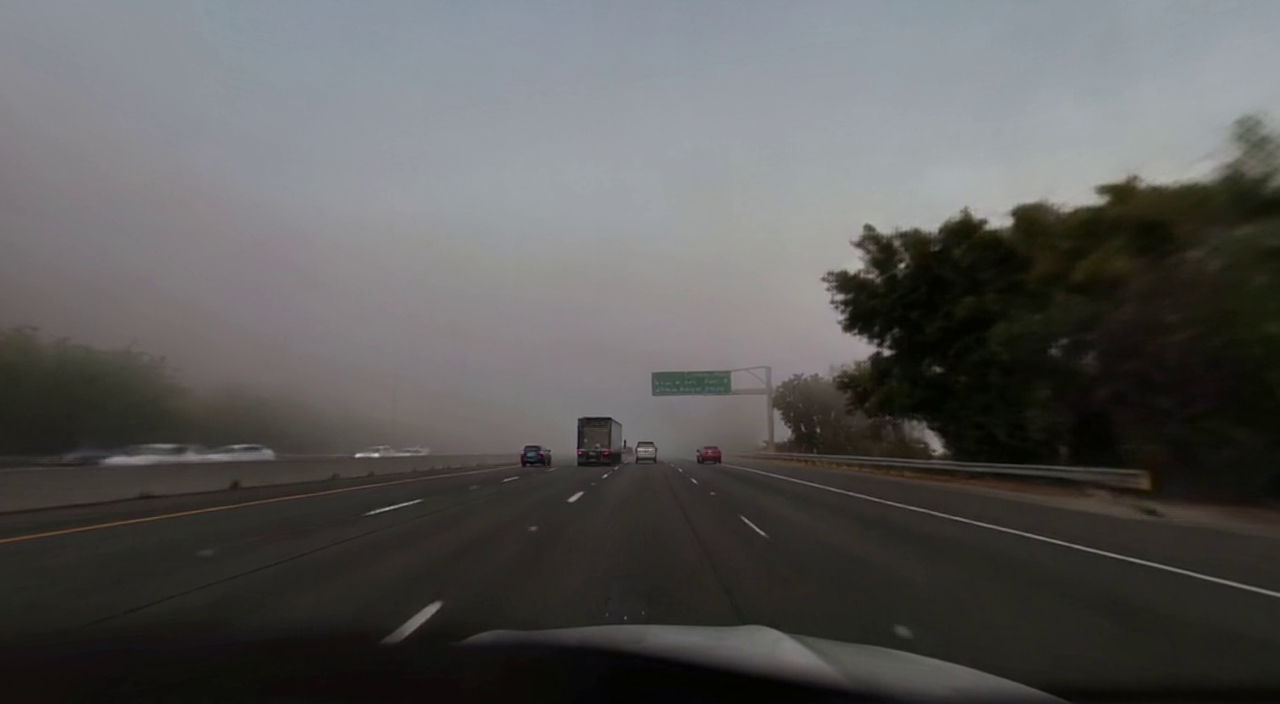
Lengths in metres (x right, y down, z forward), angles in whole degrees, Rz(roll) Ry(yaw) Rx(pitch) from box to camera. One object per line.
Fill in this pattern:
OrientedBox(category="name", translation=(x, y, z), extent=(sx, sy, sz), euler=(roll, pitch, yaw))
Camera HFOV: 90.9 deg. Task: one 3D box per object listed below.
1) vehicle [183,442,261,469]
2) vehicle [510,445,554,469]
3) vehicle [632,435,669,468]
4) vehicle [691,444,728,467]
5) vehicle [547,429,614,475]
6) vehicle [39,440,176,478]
OrientedBox(category="vehicle", translation=(-28.638, 7.100, 43.429), extent=(1.945, 1.742, 4.887), euler=(0, -8, 0))
OrientedBox(category="vehicle", translation=(-7.035, 6.871, 41.567), extent=(1.965, 1.437, 4.592), euler=(-1, -8, 2))
OrientedBox(category="vehicle", translation=(0.694, 6.717, 42.764), extent=(2.309, 2.023, 5.130), euler=(0, -8, 0))
OrientedBox(category="vehicle", translation=(4.780, 7.156, 43.854), extent=(1.993, 1.474, 4.230), euler=(0, -8, -1))
OrientedBox(category="vehicle", translation=(-3.429, 6.439, 41.208), extent=(2.854, 2.379, 16.653), euler=(0, -8, 0))
OrientedBox(category="vehicle", translation=(-25.030, 5.028, 29.947), extent=(2.003, 1.641, 5.102), euler=(0, -8, 1))
